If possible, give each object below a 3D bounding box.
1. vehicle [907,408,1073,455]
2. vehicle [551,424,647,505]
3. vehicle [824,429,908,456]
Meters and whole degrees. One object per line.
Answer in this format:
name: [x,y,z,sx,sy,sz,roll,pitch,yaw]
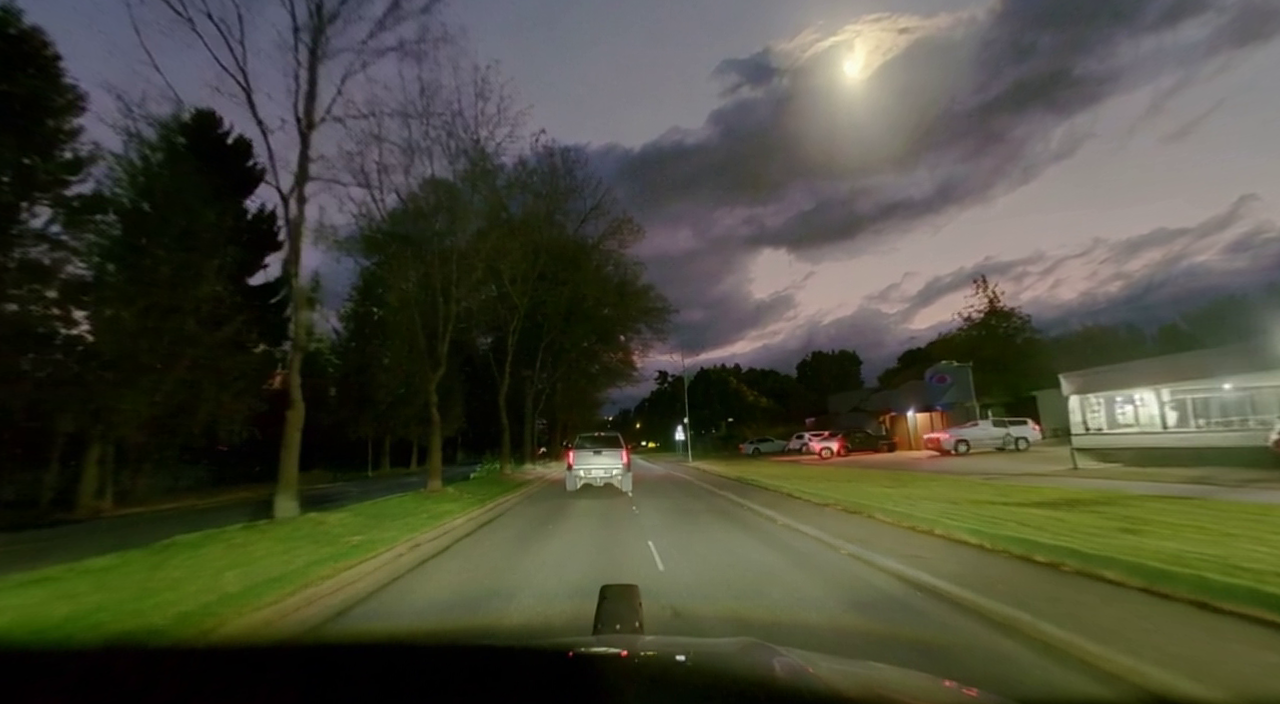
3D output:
vehicle: [12.796,2.976,23.364,4.788,1.625,2.319,0,-9,-3]
vehicle: [-1.013,2.982,17.263,2.157,1.816,5.804,0,-8,-2]
vehicle: [12.445,5.004,34.962,3.895,1.451,1.830,1,-9,-4]
